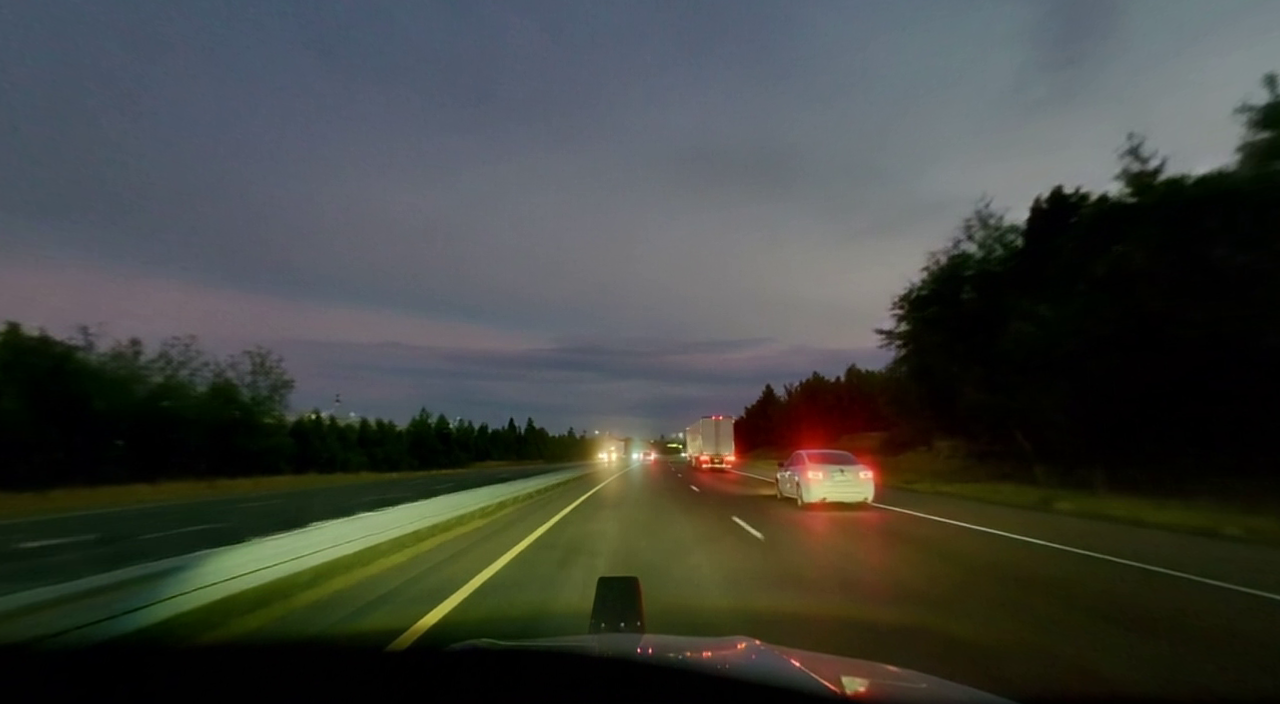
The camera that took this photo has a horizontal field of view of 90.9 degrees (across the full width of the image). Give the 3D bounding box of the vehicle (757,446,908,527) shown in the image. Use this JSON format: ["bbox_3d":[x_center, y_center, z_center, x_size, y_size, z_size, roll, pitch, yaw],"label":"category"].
[{"bbox_3d":[3.889,2.766,13.511,1.893,1.442,4.039,0,-9,-1],"label":"vehicle"}]

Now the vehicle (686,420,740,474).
[{"bbox_3d":[5.238,7.157,47.325,2.866,3.558,11.674,0,-9,1],"label":"vehicle"}]
